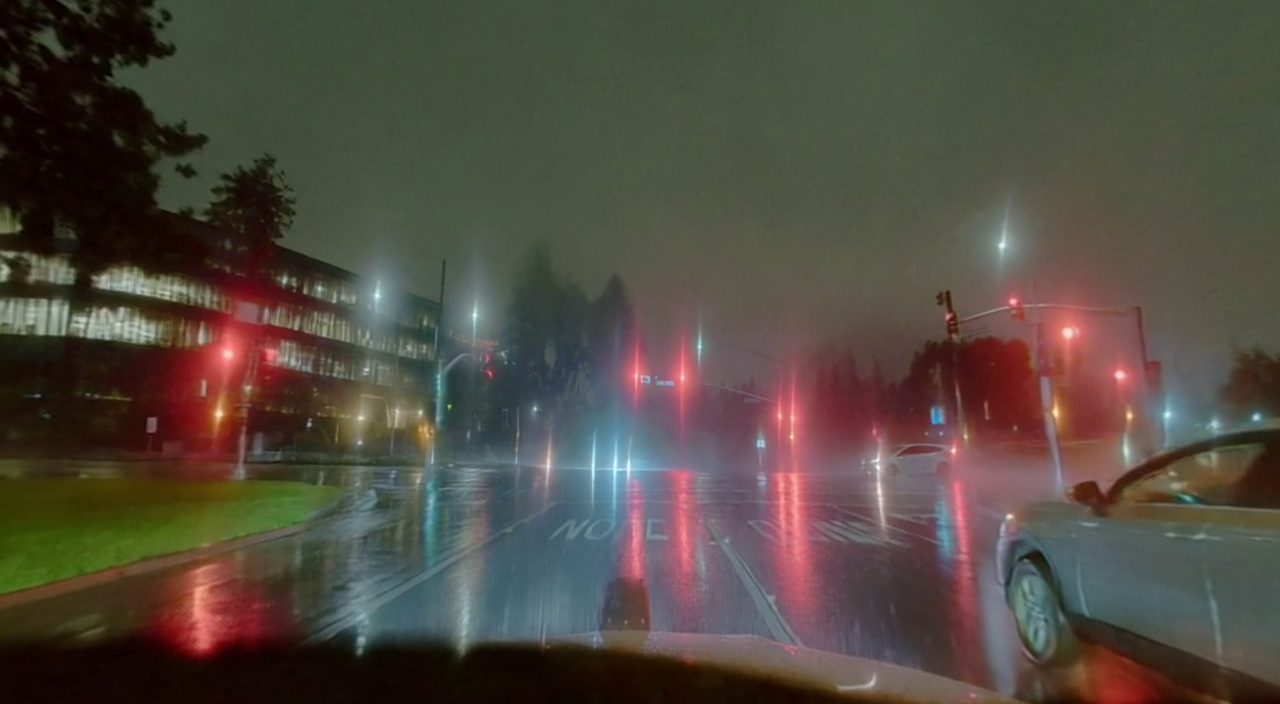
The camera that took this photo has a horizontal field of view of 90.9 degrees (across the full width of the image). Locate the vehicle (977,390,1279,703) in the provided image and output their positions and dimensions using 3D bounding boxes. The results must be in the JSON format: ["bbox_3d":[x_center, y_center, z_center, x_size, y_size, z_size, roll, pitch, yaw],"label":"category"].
[{"bbox_3d":[3.568,0.948,2.493,2.036,1.583,4.911,-1,-8,4],"label":"vehicle"}]

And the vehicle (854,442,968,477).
[{"bbox_3d":[13.504,5.363,31.592,4.715,1.671,2.030,0,-8,-2],"label":"vehicle"}]
